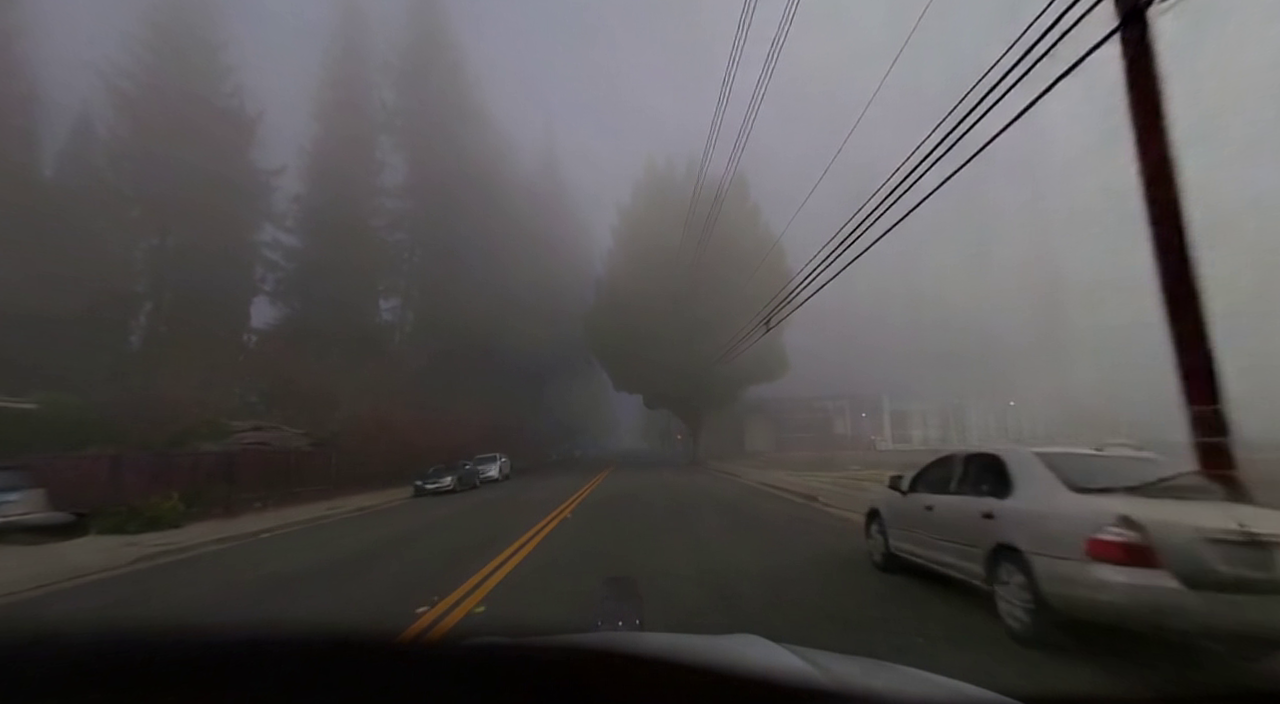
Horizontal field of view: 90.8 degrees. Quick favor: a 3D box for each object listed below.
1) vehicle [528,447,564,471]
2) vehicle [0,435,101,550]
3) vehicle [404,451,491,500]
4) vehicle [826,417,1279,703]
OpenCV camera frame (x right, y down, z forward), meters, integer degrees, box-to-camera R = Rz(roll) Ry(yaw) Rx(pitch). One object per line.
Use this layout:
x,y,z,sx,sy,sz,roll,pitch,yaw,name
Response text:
-6.712,7.698,45.604,1.887,1.460,4.444,-4,-8,0,vehicle
-12.425,2.350,10.812,4.502,1.813,1.948,0,-8,-1,vehicle
-6.719,4.316,22.546,1.815,1.402,4.559,-4,-8,-2,vehicle
3.121,1.382,5.335,1.843,1.495,3.930,0,-8,-1,vehicle
